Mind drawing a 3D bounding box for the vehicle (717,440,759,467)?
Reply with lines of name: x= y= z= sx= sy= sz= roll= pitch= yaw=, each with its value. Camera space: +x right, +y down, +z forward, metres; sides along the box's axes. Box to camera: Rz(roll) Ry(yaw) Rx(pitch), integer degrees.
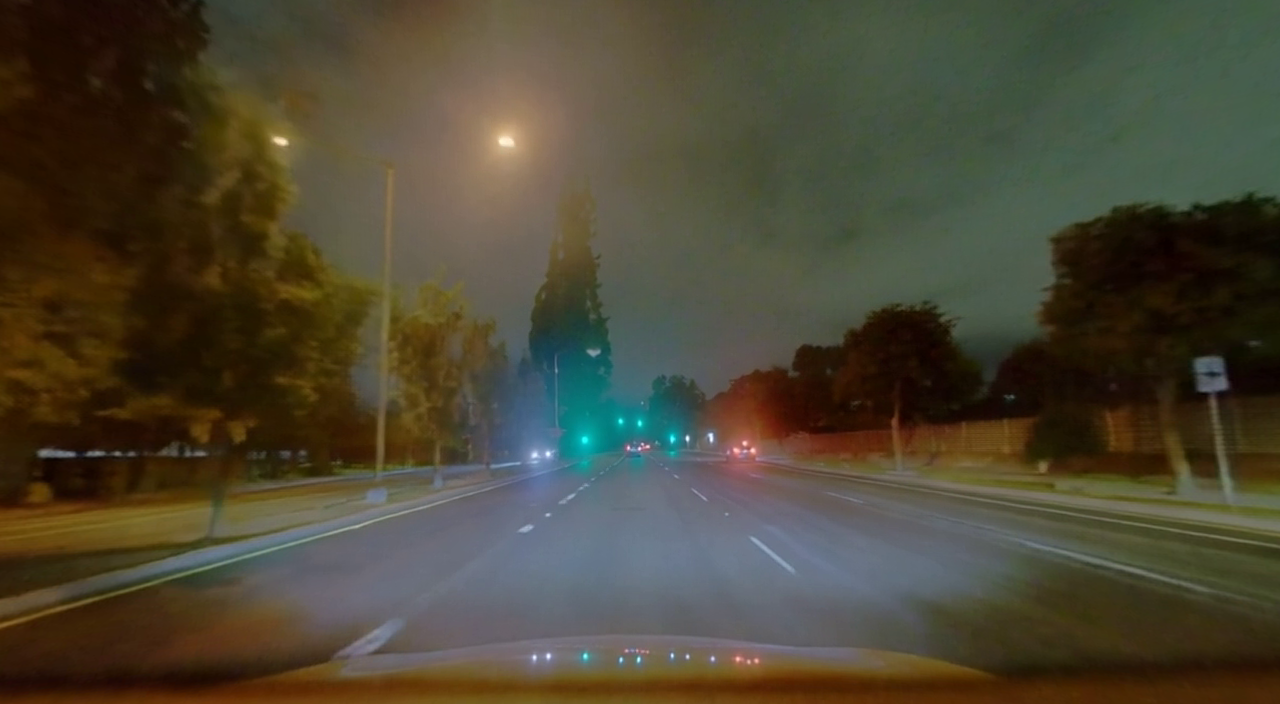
vehicle: x=6.717 y=6.990 z=43.679 sx=2.011 sy=1.710 sz=4.357 roll=0 pitch=-9 yaw=-2
